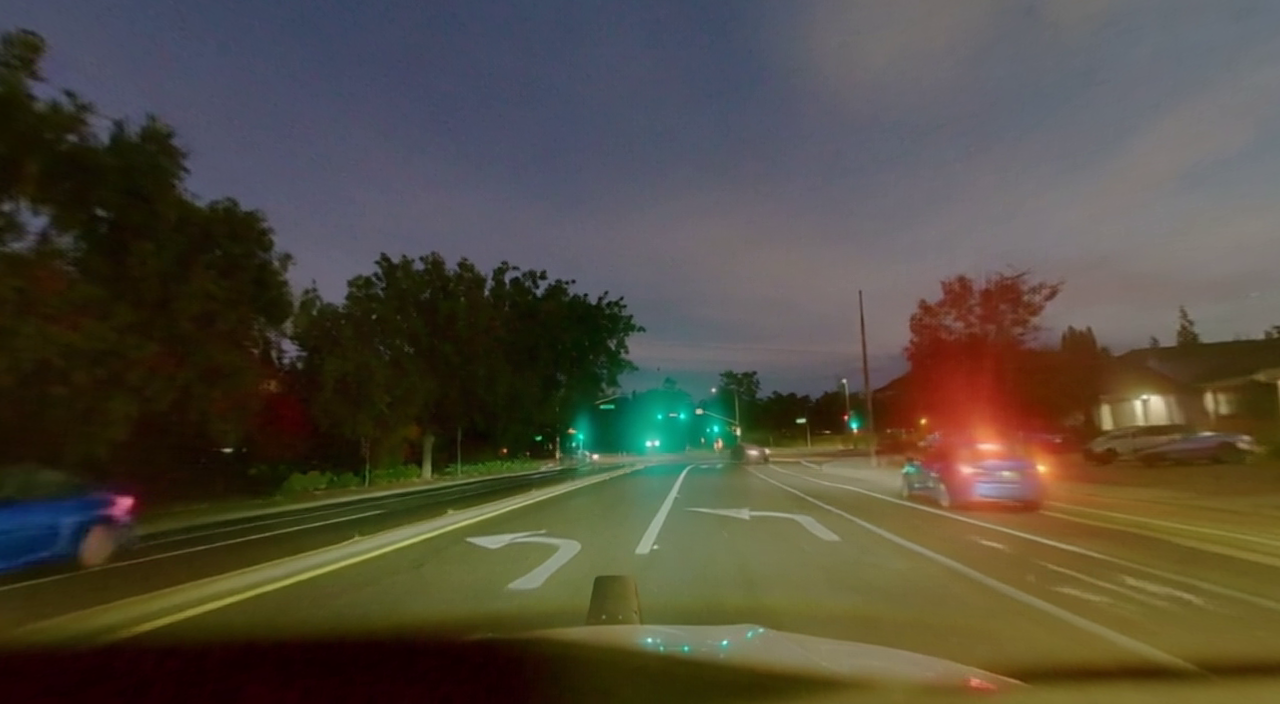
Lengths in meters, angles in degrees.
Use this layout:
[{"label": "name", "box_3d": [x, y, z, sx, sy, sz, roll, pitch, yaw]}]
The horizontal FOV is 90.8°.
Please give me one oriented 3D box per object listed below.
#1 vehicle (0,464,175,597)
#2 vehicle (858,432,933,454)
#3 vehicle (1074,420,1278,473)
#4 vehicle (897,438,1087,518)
[{"label": "vehicle", "box_3d": [-8.670, 2.136, 7.425, 2.067, 1.491, 4.807, -2, -9, 16]}, {"label": "vehicle", "box_3d": [18.896, 6.751, 46.875, 4.702, 1.595, 1.986, -1, -9, 5]}, {"label": "vehicle", "box_3d": [15.904, 2.838, 18.988, 4.164, 1.470, 1.921, -1, -9, 7]}, {"label": "vehicle", "box_3d": [7.412, 2.664, 13.922, 1.917, 1.440, 4.335, 0, -9, 4]}]
